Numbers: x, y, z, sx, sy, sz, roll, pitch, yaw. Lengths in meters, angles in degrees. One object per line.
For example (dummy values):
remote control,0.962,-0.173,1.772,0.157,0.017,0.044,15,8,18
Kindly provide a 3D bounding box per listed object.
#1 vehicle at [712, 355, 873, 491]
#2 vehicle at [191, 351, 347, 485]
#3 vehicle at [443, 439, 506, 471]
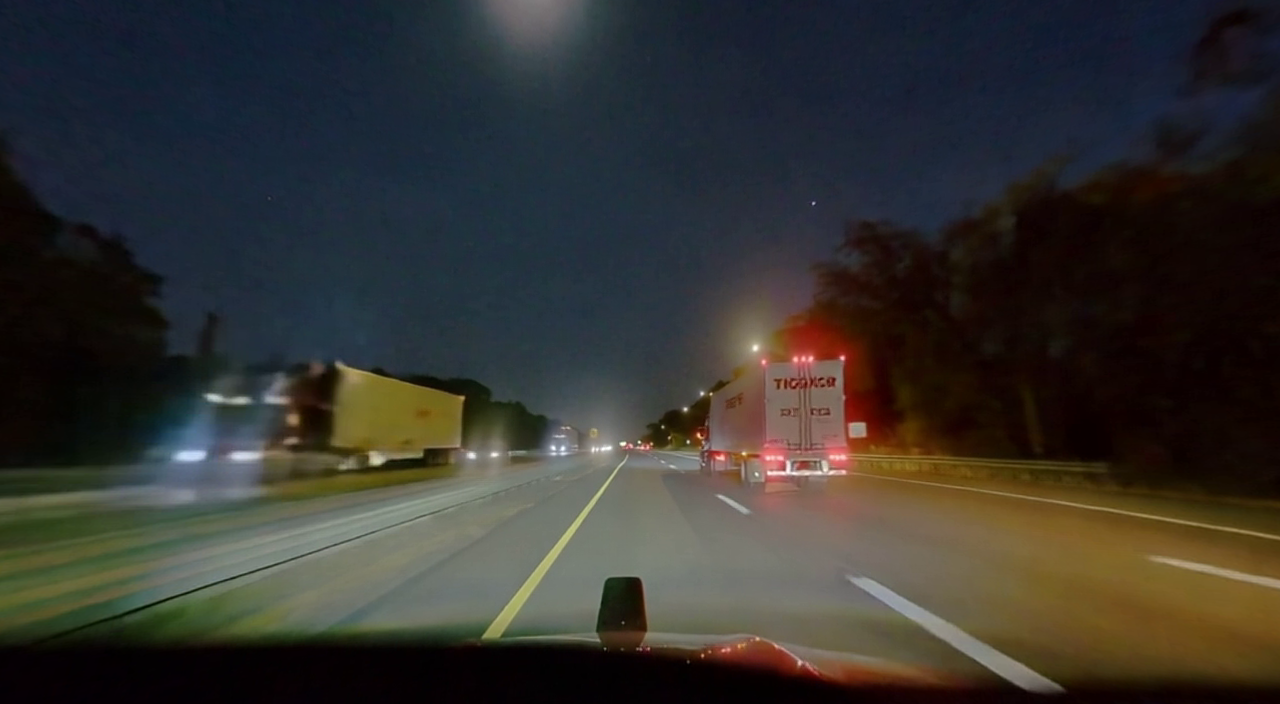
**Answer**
vehicle,5.332,3.196,25.978,2.983,4.030,14.444,0,-9,0
vehicle,-11.831,2.161,20.372,3.293,4.054,2.389,0,-9,0
vehicle,-8.303,5.232,31.983,2.061,1.505,3.990,0,-9,0
